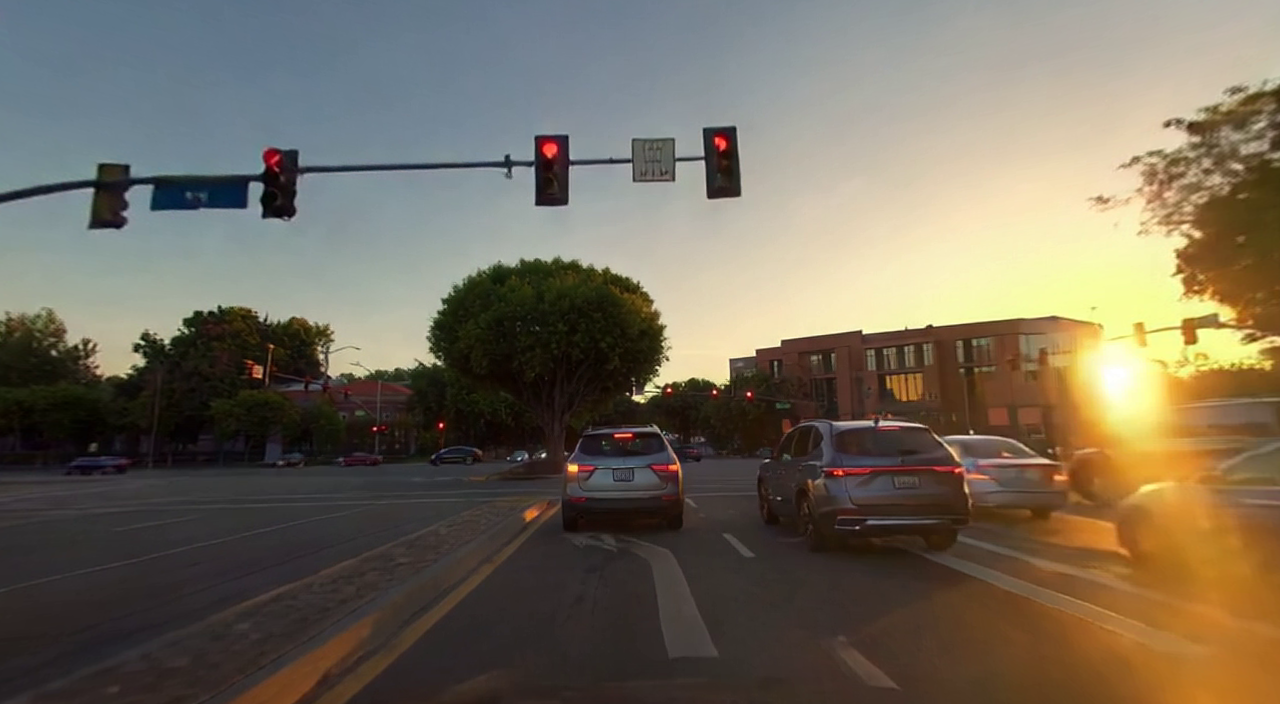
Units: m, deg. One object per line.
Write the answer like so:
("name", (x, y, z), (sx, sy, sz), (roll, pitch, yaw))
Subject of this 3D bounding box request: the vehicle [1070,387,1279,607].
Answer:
("vehicle", (6.155, 1.129, 4.847), (2.049, 1.743, 5.146), (0, -8, 0))

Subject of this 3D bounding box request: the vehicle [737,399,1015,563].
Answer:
("vehicle", (2.969, 1.755, 9.272), (2.228, 1.798, 4.370), (0, -8, -2))

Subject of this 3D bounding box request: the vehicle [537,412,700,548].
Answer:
("vehicle", (-0.305, 1.920, 10.082), (2.039, 1.698, 4.144), (0, -8, -1))

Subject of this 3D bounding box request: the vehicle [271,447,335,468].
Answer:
("vehicle", (-26.521, 8.305, 49.727), (4.253, 1.610, 1.800), (-3, -9, 16))

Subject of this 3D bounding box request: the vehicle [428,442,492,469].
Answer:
("vehicle", (-12.218, 6.942, 42.752), (4.318, 1.712, 2.188), (-8, -12, 43))
